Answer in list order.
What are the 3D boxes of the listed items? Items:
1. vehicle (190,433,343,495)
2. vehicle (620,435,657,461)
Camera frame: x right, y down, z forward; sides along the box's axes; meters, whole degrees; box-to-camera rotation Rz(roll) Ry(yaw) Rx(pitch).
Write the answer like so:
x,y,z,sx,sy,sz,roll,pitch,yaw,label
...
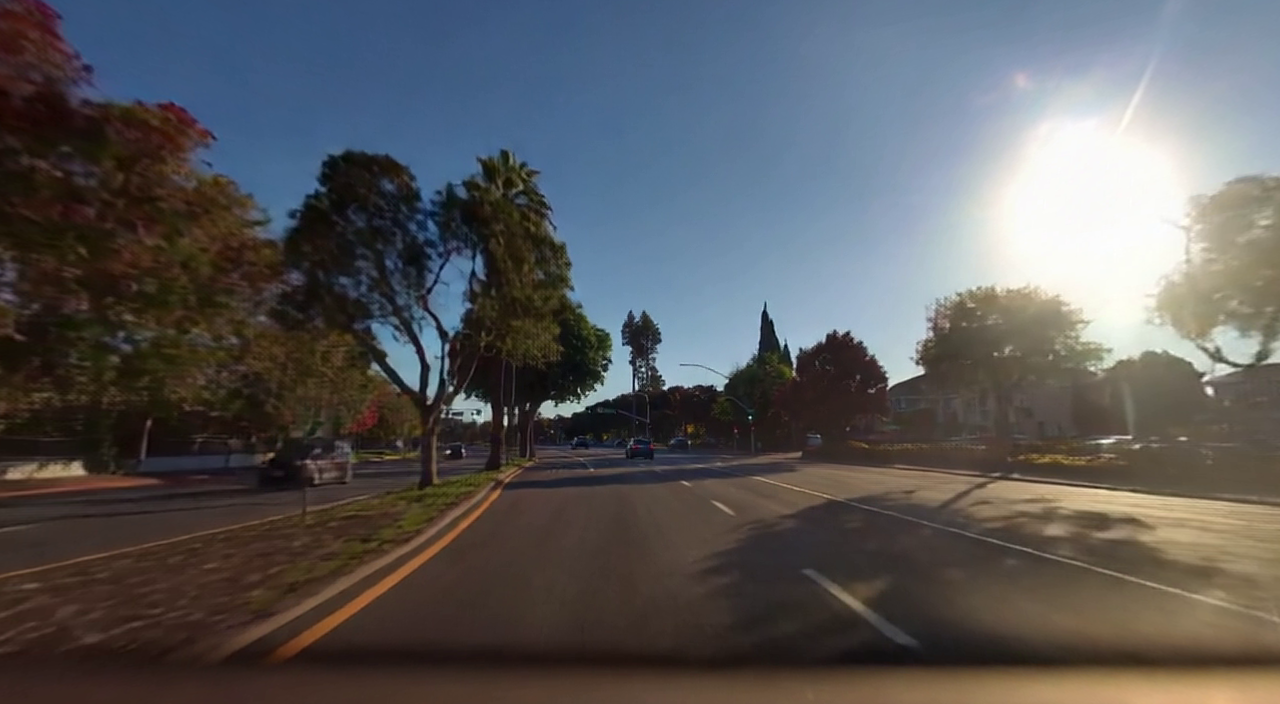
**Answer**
x,y,z,sx,sy,sz,roll,pitch,yaw,label
-13.133,3.945,22.769,2.278,1.928,5.776,0,-8,-3,vehicle
-0.152,7.173,47.112,2.046,1.818,4.603,1,-8,-9,vehicle
